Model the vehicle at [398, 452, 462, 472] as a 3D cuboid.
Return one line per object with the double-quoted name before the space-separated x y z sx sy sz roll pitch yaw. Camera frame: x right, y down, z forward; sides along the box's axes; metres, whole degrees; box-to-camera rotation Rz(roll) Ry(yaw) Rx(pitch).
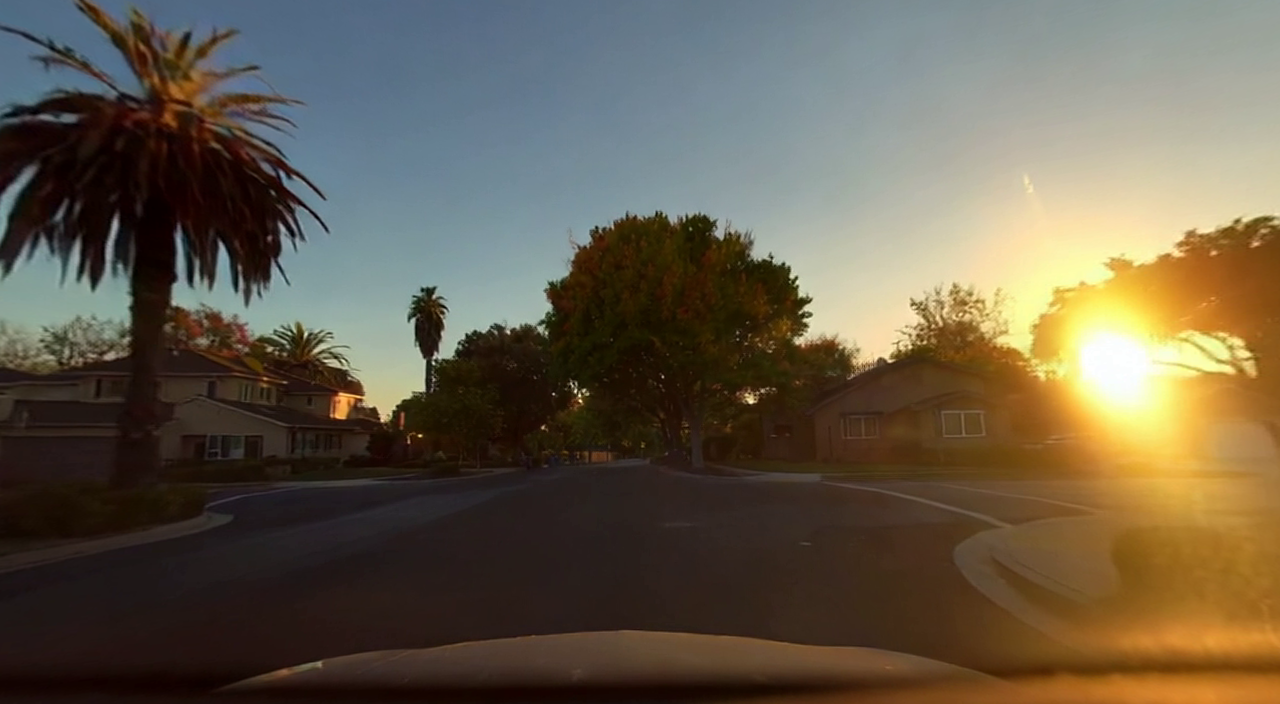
"vehicle" -16.559 8.656 49.967 4.358 1.516 2.077 1 -9 -4
